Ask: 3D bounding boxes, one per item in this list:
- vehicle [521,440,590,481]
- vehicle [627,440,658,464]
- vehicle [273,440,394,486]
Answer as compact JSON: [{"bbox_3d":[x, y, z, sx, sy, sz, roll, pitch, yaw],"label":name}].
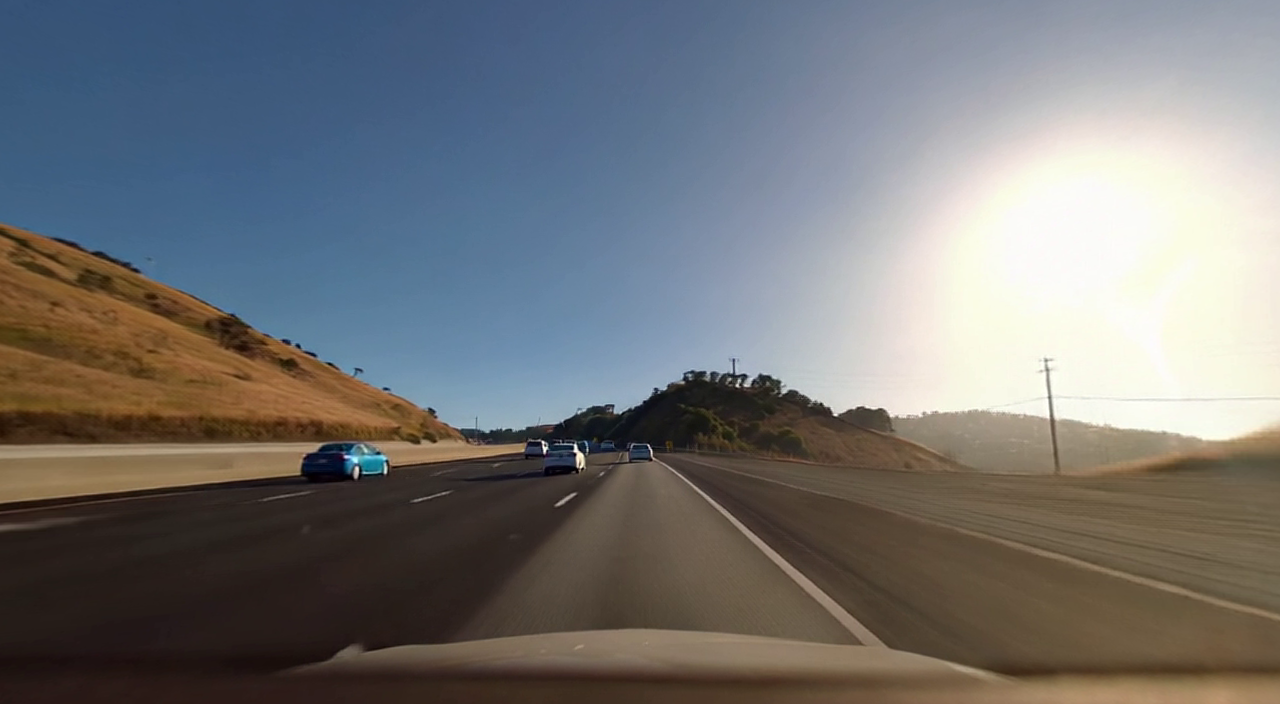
[{"bbox_3d":[-3.316,4.377,25.739,2.080,1.505,4.649,-1,-8,2],"label":"vehicle"},{"bbox_3d":[0.207,7.295,46.171,2.138,1.674,4.044,-1,-8,1],"label":"vehicle"},{"bbox_3d":[-11.120,4.042,23.374,1.945,1.466,4.947,-1,-8,1],"label":"vehicle"}]
